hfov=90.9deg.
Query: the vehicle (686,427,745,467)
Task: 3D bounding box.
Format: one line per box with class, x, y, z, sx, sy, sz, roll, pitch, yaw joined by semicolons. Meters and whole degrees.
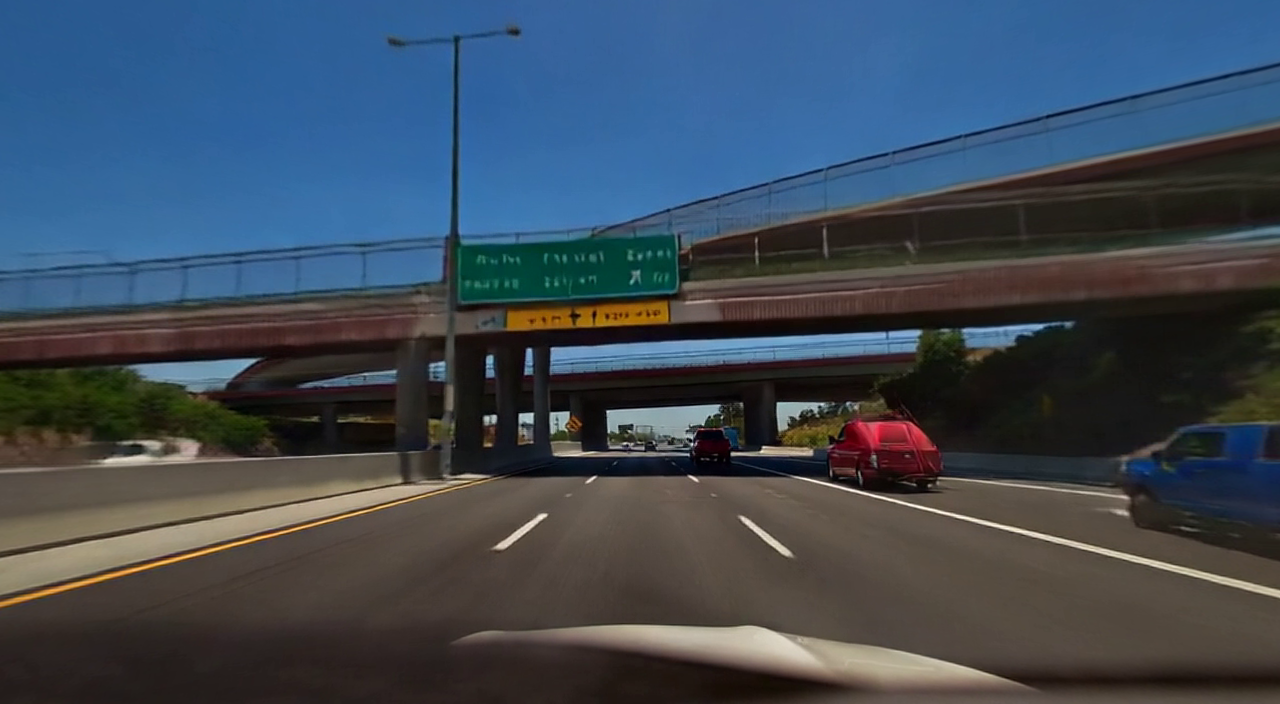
vehicle;4.076;5.292;35.158;2.505;2.020;5.532;0;-8;0
